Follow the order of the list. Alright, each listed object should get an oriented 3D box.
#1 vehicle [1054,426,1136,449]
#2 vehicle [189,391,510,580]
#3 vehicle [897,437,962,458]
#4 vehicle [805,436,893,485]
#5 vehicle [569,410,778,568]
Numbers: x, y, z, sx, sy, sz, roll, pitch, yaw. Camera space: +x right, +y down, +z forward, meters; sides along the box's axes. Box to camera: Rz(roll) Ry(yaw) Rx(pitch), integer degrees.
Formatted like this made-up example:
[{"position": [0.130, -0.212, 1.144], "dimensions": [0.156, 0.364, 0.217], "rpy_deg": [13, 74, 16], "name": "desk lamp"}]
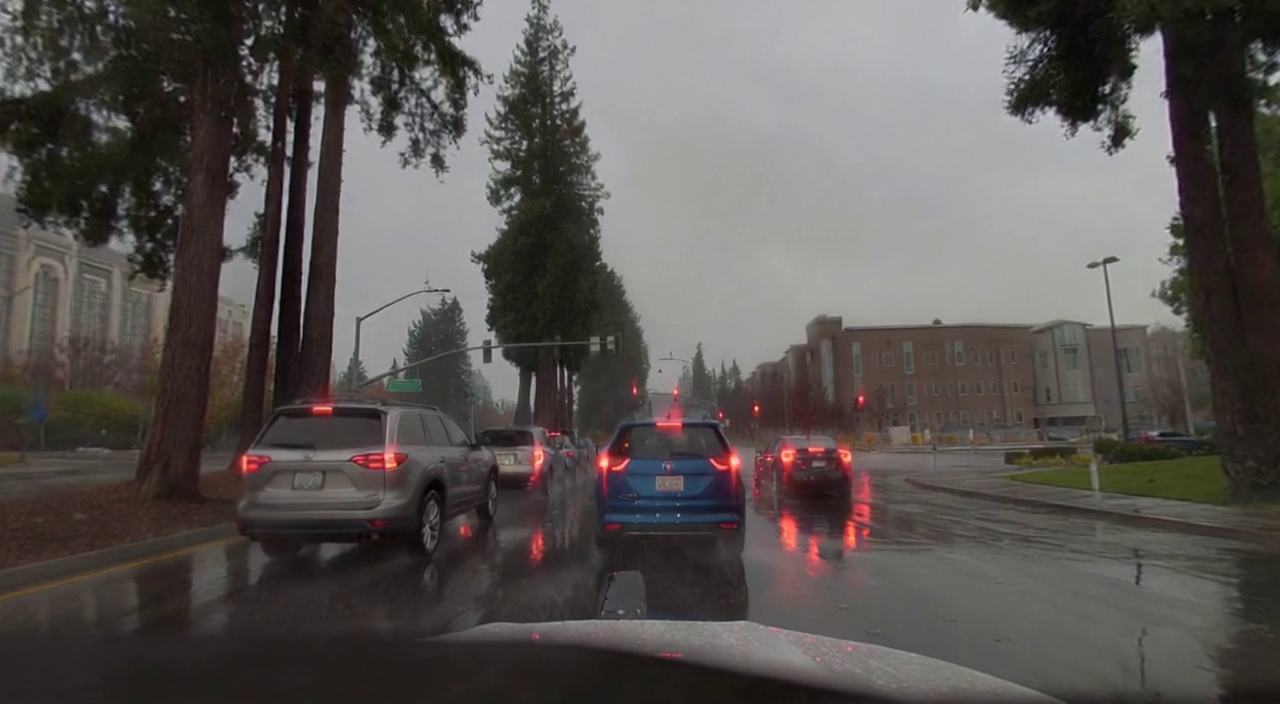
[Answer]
[{"position": [33.284, 6.320, 46.227], "dimensions": [4.632, 1.580, 1.801], "rpy_deg": [-5, -10, 30], "name": "vehicle"}, {"position": [-3.256, 1.606, 8.310], "dimensions": [2.085, 1.812, 4.388], "rpy_deg": [0, -8, 0], "name": "vehicle"}, {"position": [20.155, 6.661, 43.867], "dimensions": [3.944, 1.398, 1.701], "rpy_deg": [-4, -9, 24], "name": "vehicle"}, {"position": [7.454, 3.889, 22.961], "dimensions": [2.067, 1.599, 4.251], "rpy_deg": [-1, -8, 5], "name": "vehicle"}, {"position": [0.371, 1.756, 8.778], "dimensions": [2.189, 1.649, 4.171], "rpy_deg": [0, -8, 1], "name": "vehicle"}]
